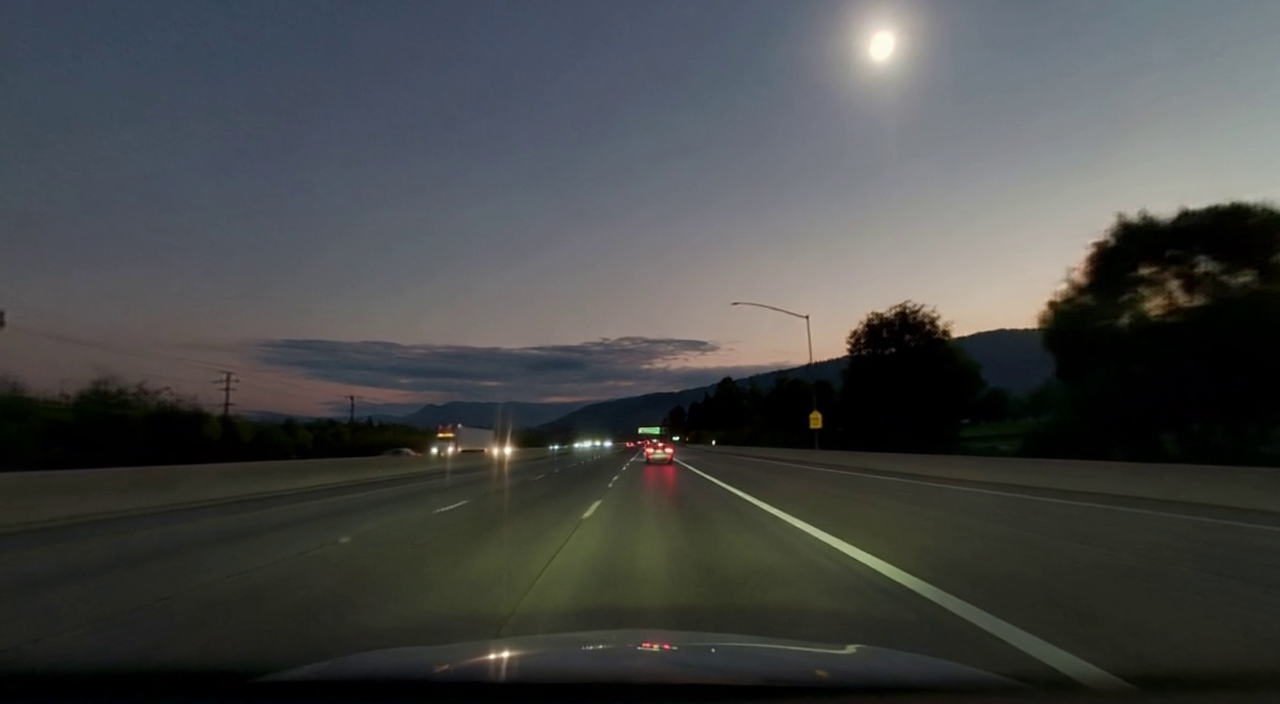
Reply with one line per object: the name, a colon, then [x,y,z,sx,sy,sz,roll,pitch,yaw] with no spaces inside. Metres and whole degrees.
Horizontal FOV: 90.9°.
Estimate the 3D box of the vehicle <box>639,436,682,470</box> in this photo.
vehicle: [1.109,5.676,35.732,2.260,1.766,4.348,0,-8,0]
